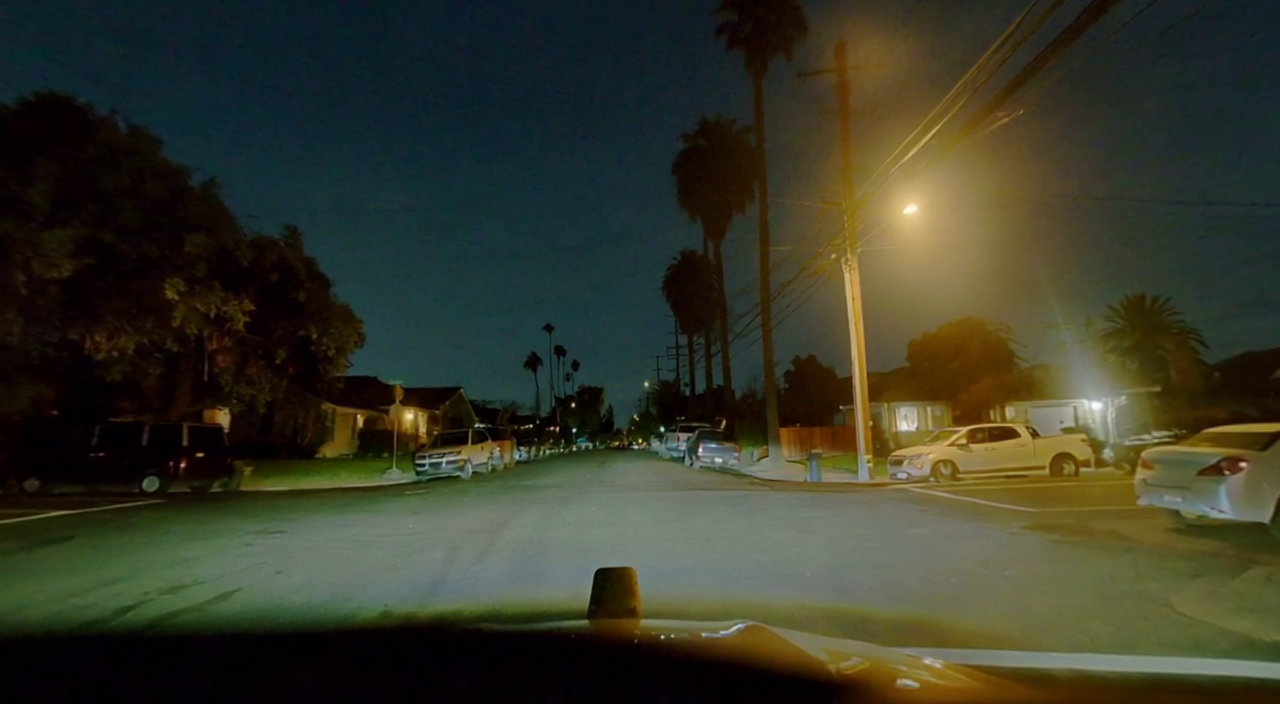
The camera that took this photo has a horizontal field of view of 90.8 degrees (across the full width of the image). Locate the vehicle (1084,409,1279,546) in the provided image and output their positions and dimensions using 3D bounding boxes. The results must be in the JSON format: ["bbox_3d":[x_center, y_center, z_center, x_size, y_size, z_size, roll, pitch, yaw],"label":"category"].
[{"bbox_3d":[8.994,1.666,8.703,4.181,1.638,2.015,0,-9,-1],"label":"vehicle"}]

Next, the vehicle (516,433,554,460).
[{"bbox_3d":[-7.716,7.021,46.775,2.178,1.865,4.658,0,-9,-2],"label":"vehicle"}]

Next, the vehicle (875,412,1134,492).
[{"bbox_3d":[10.263,2.853,18.170,5.971,1.967,2.385,-1,-9,-5],"label":"vehicle"}]

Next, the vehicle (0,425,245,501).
[{"bbox_3d":[-14.797,3.090,17.679,5.847,1.766,2.392,-2,-9,-3],"label":"vehicle"}]

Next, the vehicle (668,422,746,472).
[{"bbox_3d":[2.694,4.082,27.212,2.505,1.895,5.805,0,-9,-2],"label":"vehicle"}]

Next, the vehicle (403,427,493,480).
[{"bbox_3d":[-6.957,3.743,23.456,2.198,1.724,4.493,1,-9,-4],"label":"vehicle"}]
